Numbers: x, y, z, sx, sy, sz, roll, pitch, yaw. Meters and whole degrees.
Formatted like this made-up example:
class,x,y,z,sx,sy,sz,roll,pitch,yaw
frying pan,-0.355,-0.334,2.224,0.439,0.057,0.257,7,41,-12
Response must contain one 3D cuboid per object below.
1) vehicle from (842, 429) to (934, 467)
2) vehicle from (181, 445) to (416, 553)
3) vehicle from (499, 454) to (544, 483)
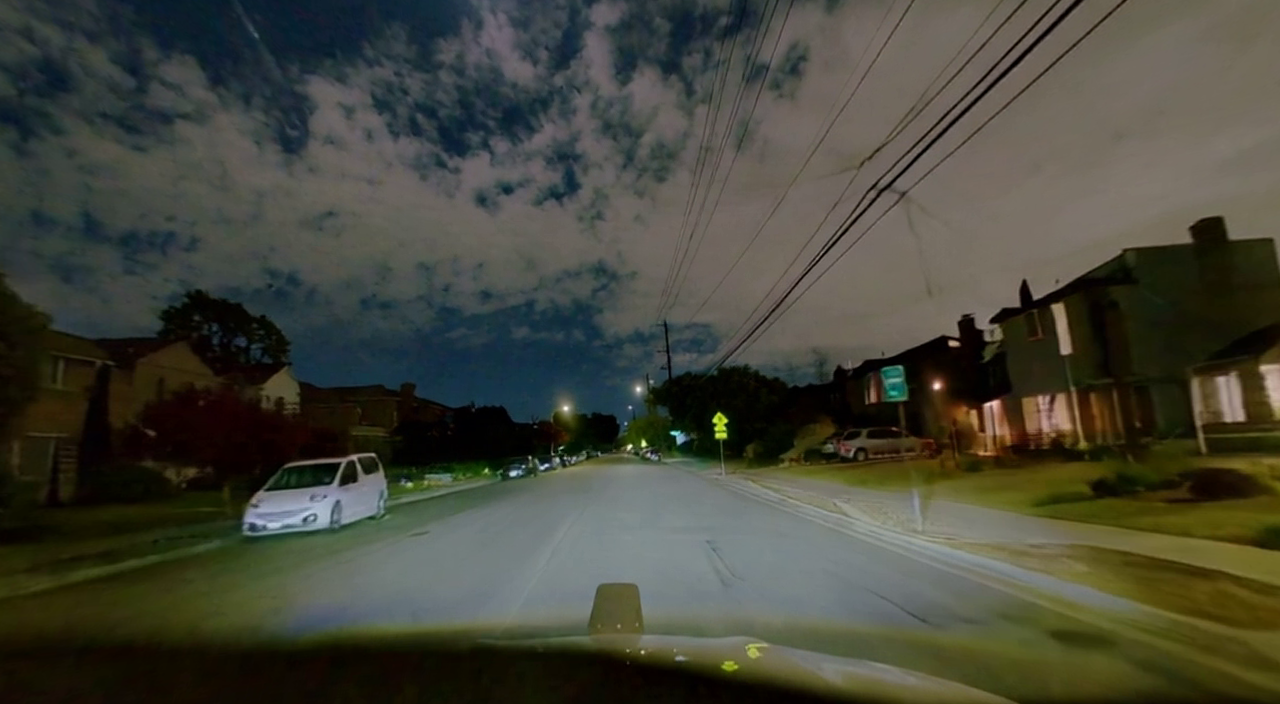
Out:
class,x,y,z,sx,sy,sz,roll,pitch,yaw
vehicle,13.258,5.146,33.839,4.145,1.767,1.880,-9,-10,29
vehicle,-6.801,2.933,13.498,2.162,1.757,5.201,-2,-9,-1
vehicle,-7.193,7.078,38.764,2.041,1.587,3.920,-2,-9,0
